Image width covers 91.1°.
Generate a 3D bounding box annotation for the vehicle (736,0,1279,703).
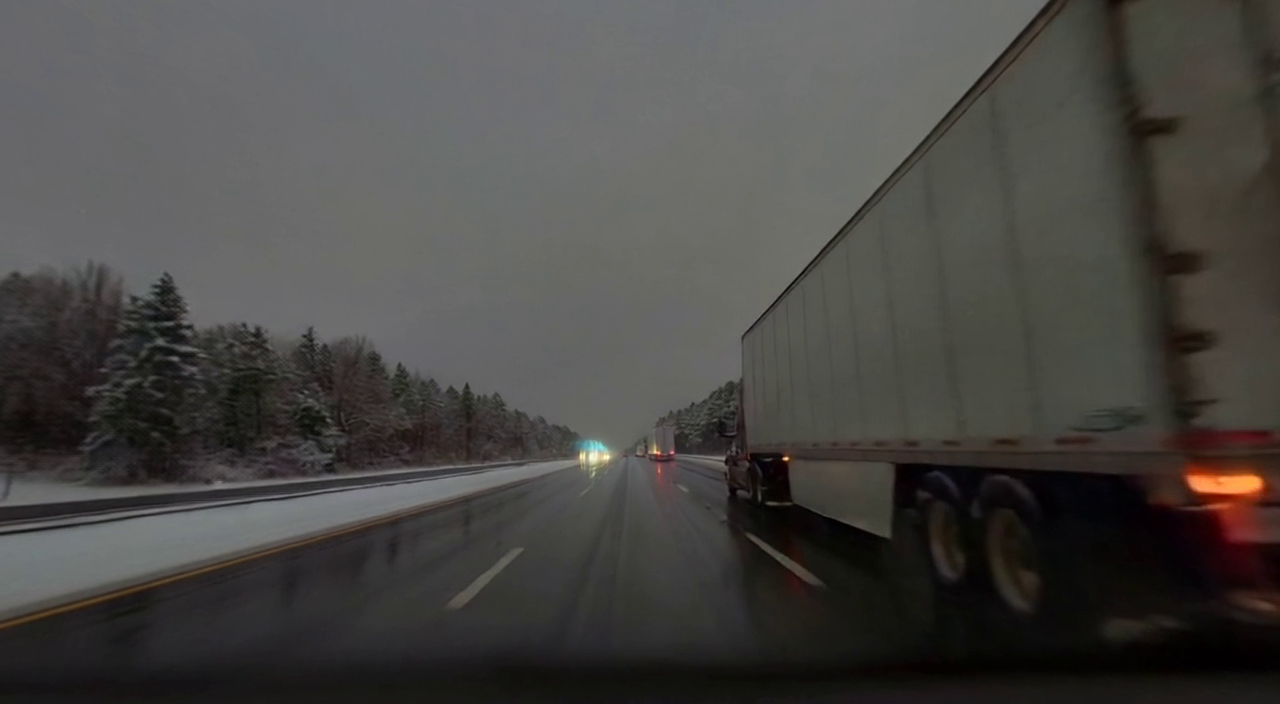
[{"bbox_3d":[3.991,0.661,8.974,3.037,3.999,13.133,0,-9,0],"label":"vehicle"}]
